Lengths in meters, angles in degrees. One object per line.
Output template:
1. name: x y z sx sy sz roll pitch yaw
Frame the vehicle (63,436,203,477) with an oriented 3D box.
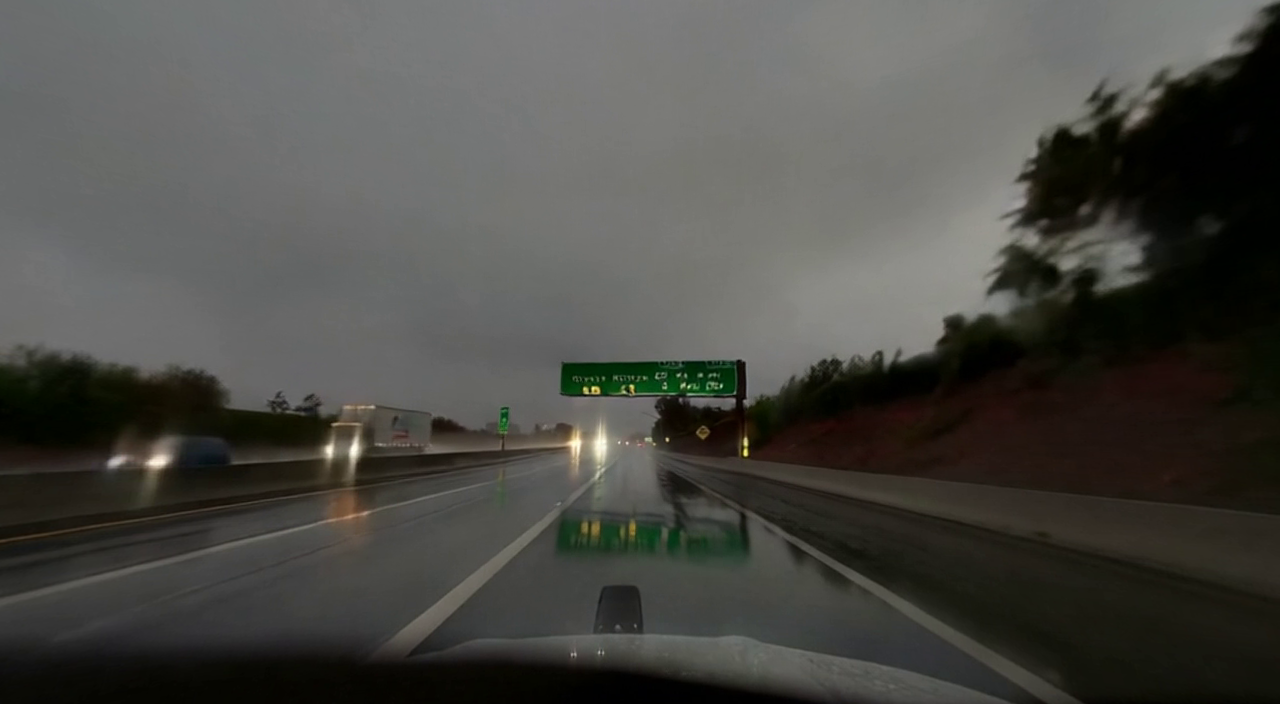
1. vehicle: -21.180 4.366 26.475 2.086 1.558 4.458 0 -8 1
